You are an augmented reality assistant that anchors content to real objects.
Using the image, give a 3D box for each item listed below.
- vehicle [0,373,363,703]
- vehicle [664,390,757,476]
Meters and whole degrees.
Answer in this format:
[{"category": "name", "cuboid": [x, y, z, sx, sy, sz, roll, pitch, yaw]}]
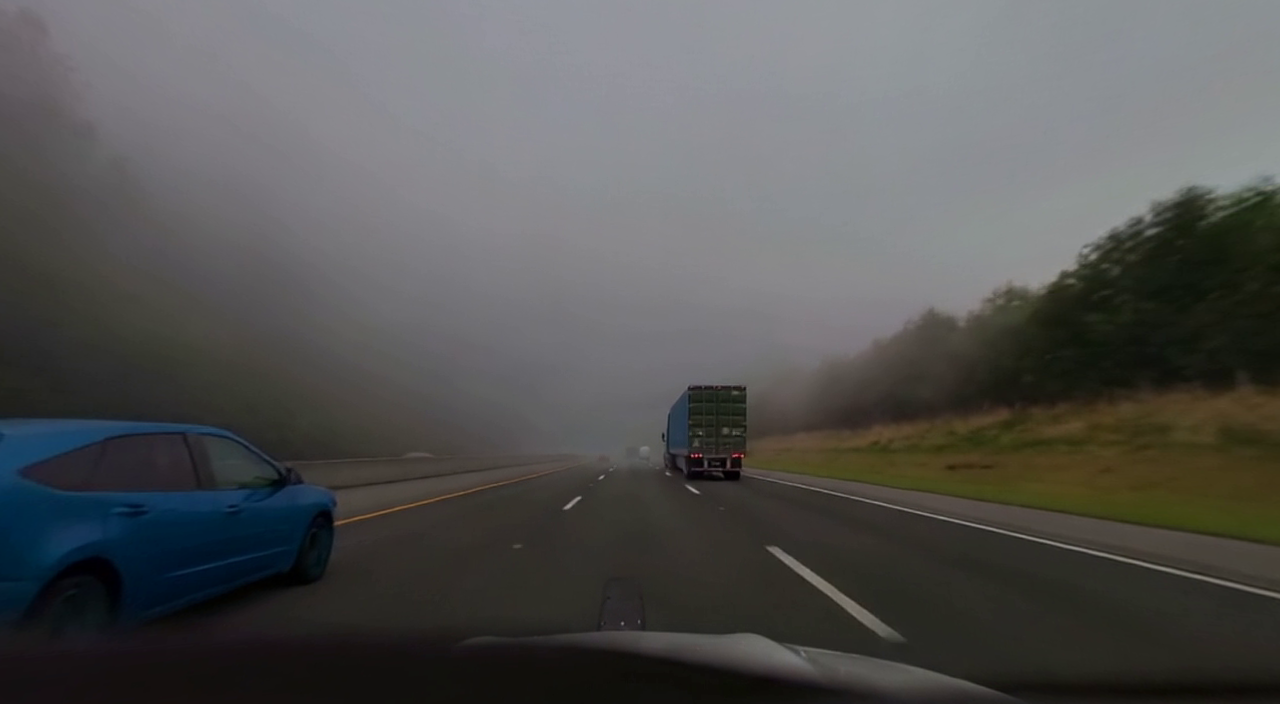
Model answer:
[{"category": "vehicle", "cuboid": [-4.058, 1.197, 4.550, 2.115, 1.670, 4.261, 0, -9, 0]}, {"category": "vehicle", "cuboid": [3.795, 5.355, 39.879, 3.532, 4.201, 17.611, 0, -9, -1]}]
